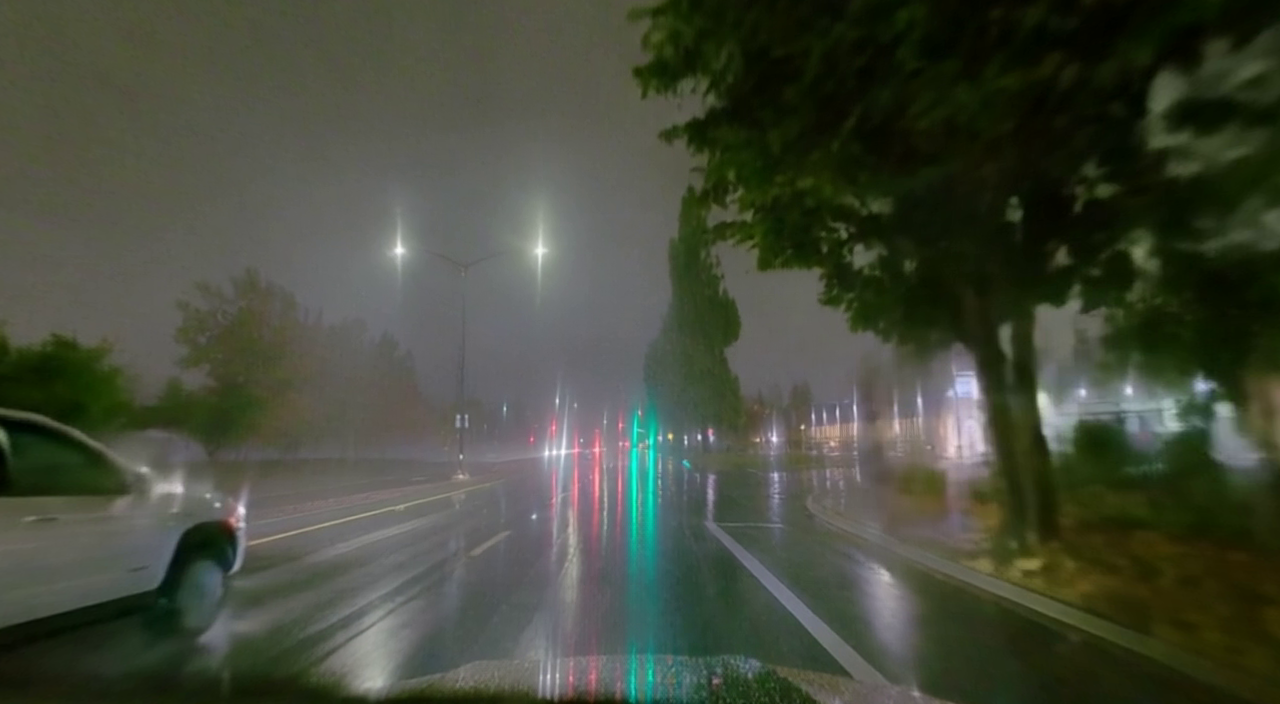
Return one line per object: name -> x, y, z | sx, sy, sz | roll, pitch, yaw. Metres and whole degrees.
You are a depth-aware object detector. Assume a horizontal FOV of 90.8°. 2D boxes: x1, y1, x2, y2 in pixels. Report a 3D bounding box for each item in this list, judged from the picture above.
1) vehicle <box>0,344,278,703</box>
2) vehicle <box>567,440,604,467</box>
vehicle -> -3.839, 0.763, 2.318 | 2.202, 1.685, 4.772 | 0, -8, 0
vehicle -> -3.747, 7.081, 44.057 | 2.179, 1.771, 4.267 | 0, -8, 1
